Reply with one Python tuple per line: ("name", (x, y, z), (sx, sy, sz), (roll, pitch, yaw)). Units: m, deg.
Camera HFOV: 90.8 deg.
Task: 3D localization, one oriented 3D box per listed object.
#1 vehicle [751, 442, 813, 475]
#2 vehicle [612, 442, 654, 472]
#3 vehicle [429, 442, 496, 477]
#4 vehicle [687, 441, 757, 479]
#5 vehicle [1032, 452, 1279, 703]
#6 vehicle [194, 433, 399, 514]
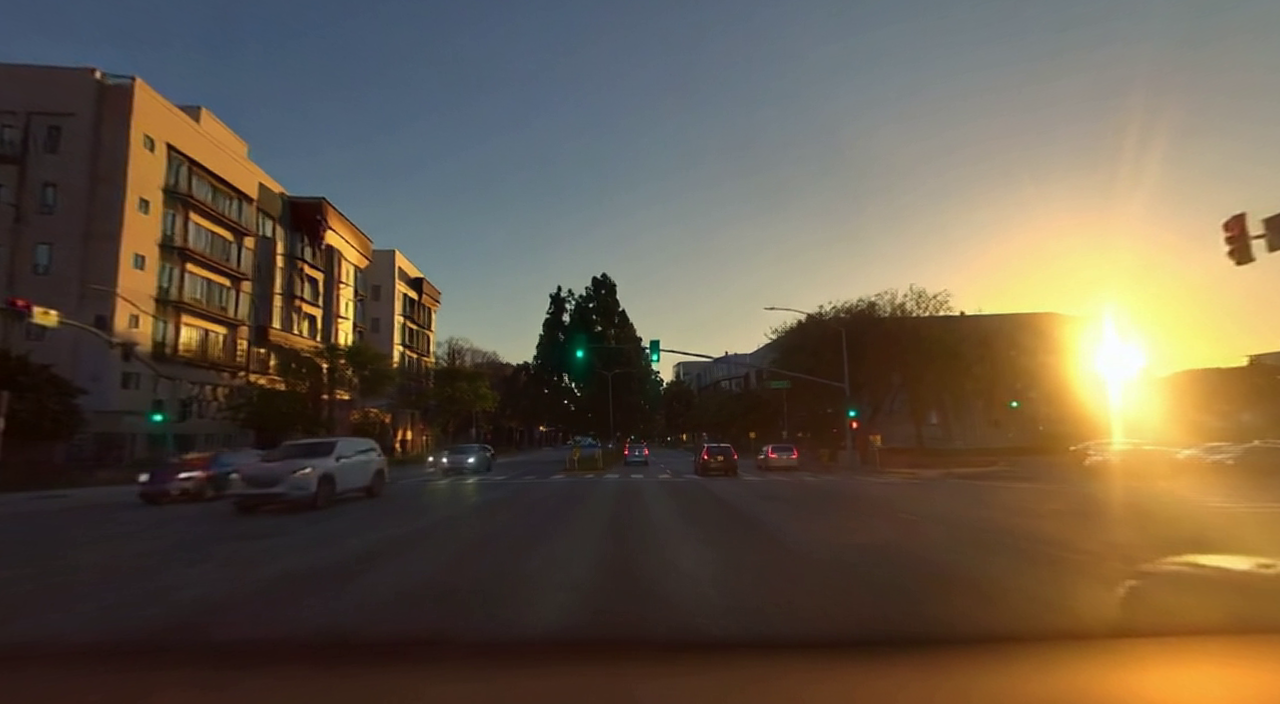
("vehicle", (6.816, 5.152, 30.854), (1.861, 1.473, 4.393), (0, -8, -2))
("vehicle", (-0.398, 5.669, 34.358), (2.143, 1.480, 4.006), (0, -8, -1))
("vehicle", (-9.111, 5.529, 32.868), (2.160, 1.689, 4.451), (0, -8, 0))
("vehicle", (3.394, 4.586, 27.135), (2.226, 1.490, 4.593), (0, -8, -2))
("vehicle", (3.251, 0.896, 1.283), (2.080, 1.321, 4.382), (0, -8, 0))
("vehicle", (-8.572, 3.053, 16.490), (2.590, 1.769, 4.827), (0, -8, 0))
